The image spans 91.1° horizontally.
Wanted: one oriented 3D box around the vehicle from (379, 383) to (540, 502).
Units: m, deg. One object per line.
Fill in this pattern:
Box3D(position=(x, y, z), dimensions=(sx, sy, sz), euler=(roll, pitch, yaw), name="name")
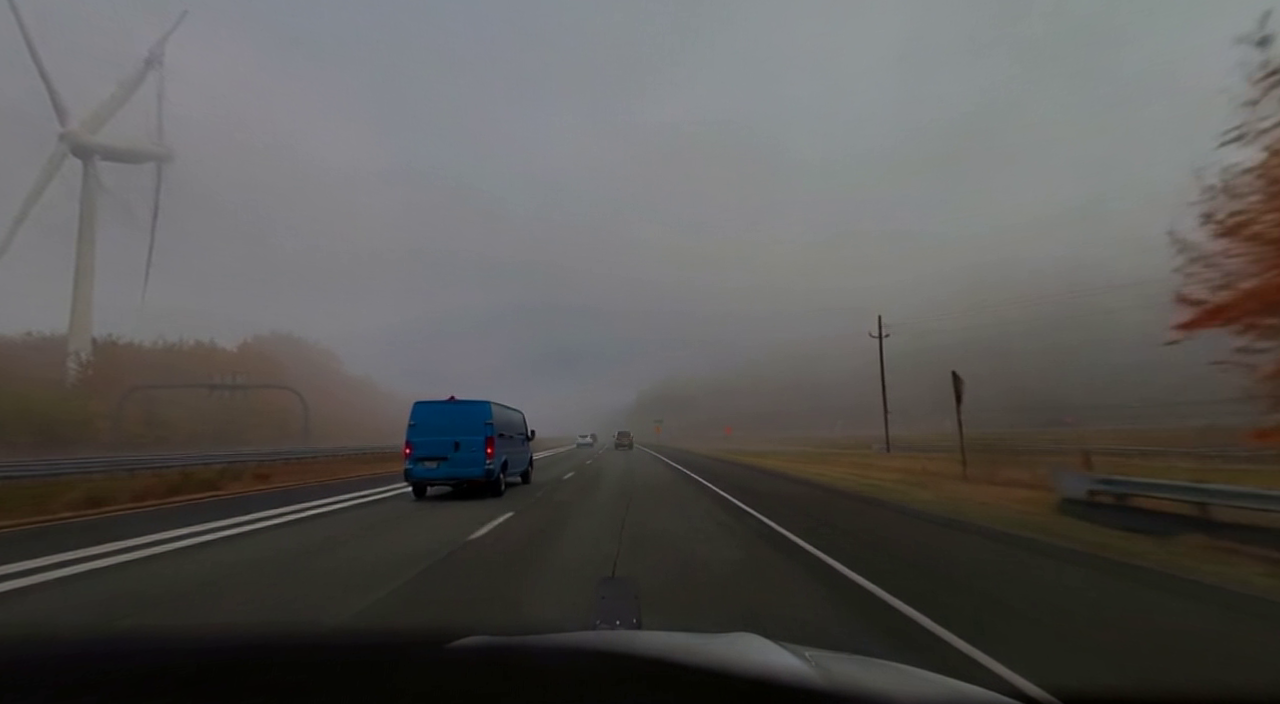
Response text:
Box3D(position=(-3.939, 2.110, 14.931), dimensions=(2.303, 2.323, 5.089), euler=(0, -8, 0), name="vehicle")
